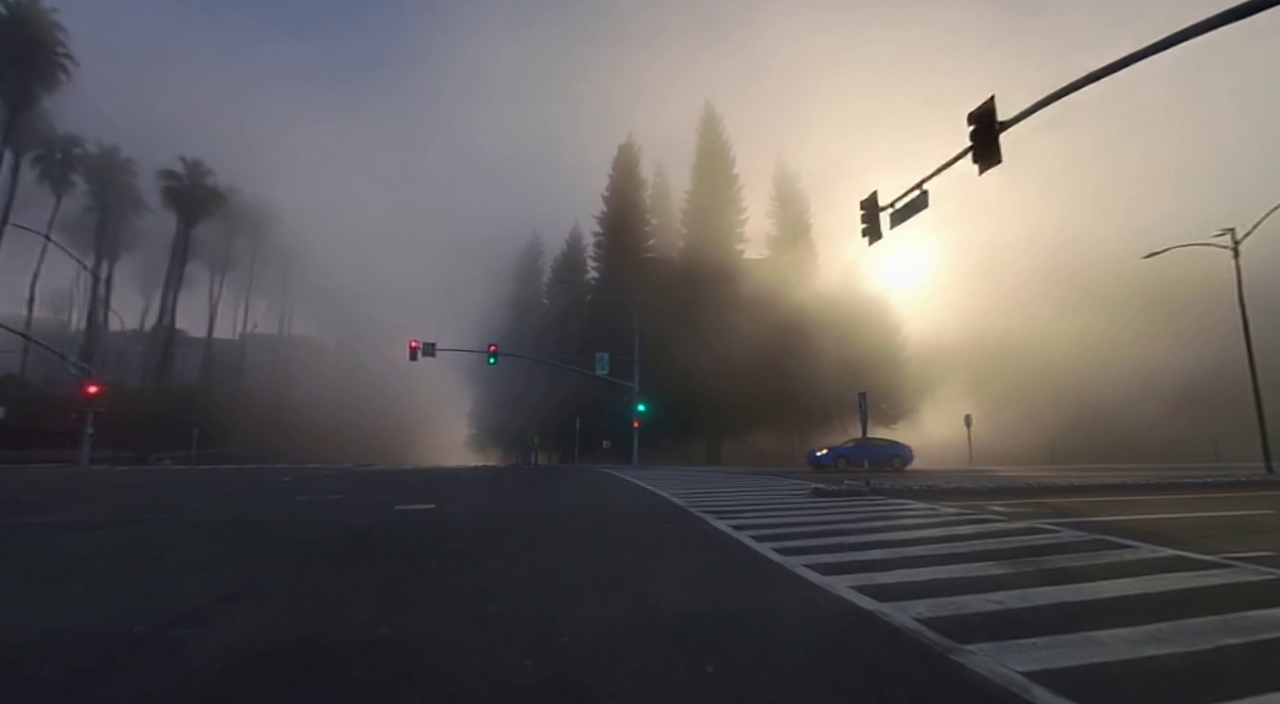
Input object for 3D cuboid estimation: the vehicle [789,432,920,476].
[{"bbox_3d":[9.087,4.350,26.859,4.820,1.751,2.050,1,-9,-7],"label":"vehicle"}]
